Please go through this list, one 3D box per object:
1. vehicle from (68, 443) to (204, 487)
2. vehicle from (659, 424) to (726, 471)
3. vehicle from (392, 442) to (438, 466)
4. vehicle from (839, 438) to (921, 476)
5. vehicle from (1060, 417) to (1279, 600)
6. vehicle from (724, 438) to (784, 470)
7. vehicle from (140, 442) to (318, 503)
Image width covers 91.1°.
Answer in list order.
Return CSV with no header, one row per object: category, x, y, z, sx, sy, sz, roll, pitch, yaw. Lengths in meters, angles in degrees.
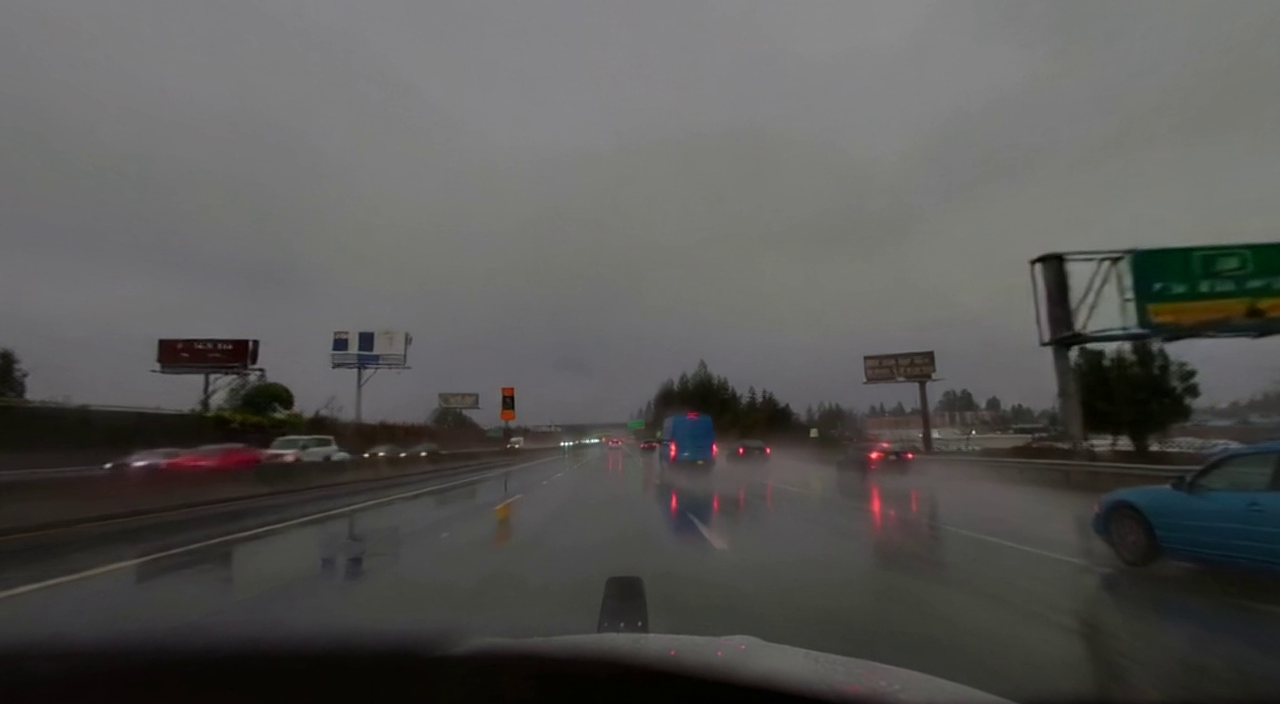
vehicle,-23.130,5.158,29.173,2.372,1.803,4.973,-1,-8,-3
vehicle,2.410,4.634,30.512,2.546,2.087,5.404,0,-8,-3
vehicle,-15.807,7.187,44.306,1.870,1.513,3.866,-2,-8,-1
vehicle,10.054,4.403,26.570,1.874,1.496,3.586,0,-8,-3
vehicle,6.363,1.331,5.370,2.003,1.517,4.936,0,-8,-2
vehicle,5.679,5.115,31.743,2.099,1.510,3.784,0,-8,-3
vehicle,-11.059,3.239,17.397,2.060,1.452,4.444,0,-8,-2
